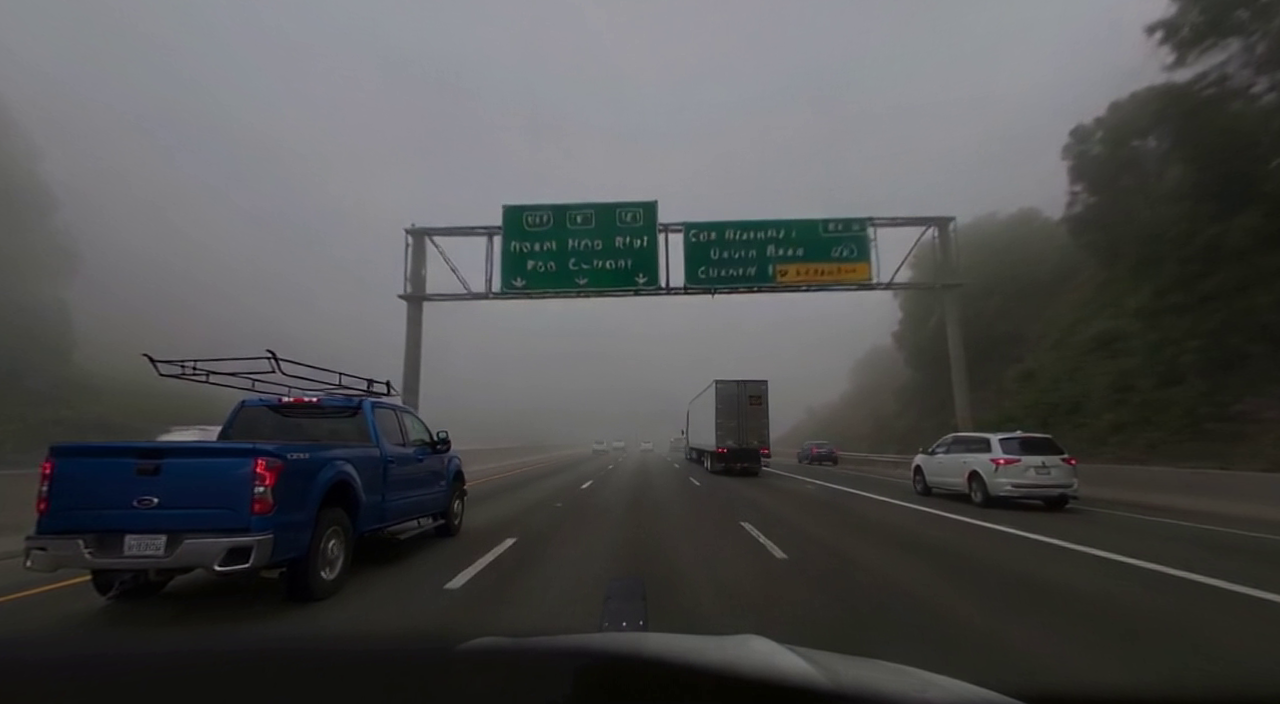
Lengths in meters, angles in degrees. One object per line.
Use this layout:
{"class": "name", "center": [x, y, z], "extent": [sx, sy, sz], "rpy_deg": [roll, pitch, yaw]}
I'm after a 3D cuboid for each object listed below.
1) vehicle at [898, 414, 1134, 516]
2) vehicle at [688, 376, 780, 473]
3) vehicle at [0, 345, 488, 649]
{"class": "vehicle", "center": [7.342, 2.266, 13.059], "extent": [1.999, 1.700, 4.640], "rpy_deg": [0, -8, 0]}
{"class": "vehicle", "center": [4.422, 3.949, 32.907], "extent": [2.885, 4.036, 12.891], "rpy_deg": [0, -8, 1]}
{"class": "vehicle", "center": [-3.920, 1.439, 7.496], "extent": [2.599, 2.054, 6.288], "rpy_deg": [0, -8, 1]}
